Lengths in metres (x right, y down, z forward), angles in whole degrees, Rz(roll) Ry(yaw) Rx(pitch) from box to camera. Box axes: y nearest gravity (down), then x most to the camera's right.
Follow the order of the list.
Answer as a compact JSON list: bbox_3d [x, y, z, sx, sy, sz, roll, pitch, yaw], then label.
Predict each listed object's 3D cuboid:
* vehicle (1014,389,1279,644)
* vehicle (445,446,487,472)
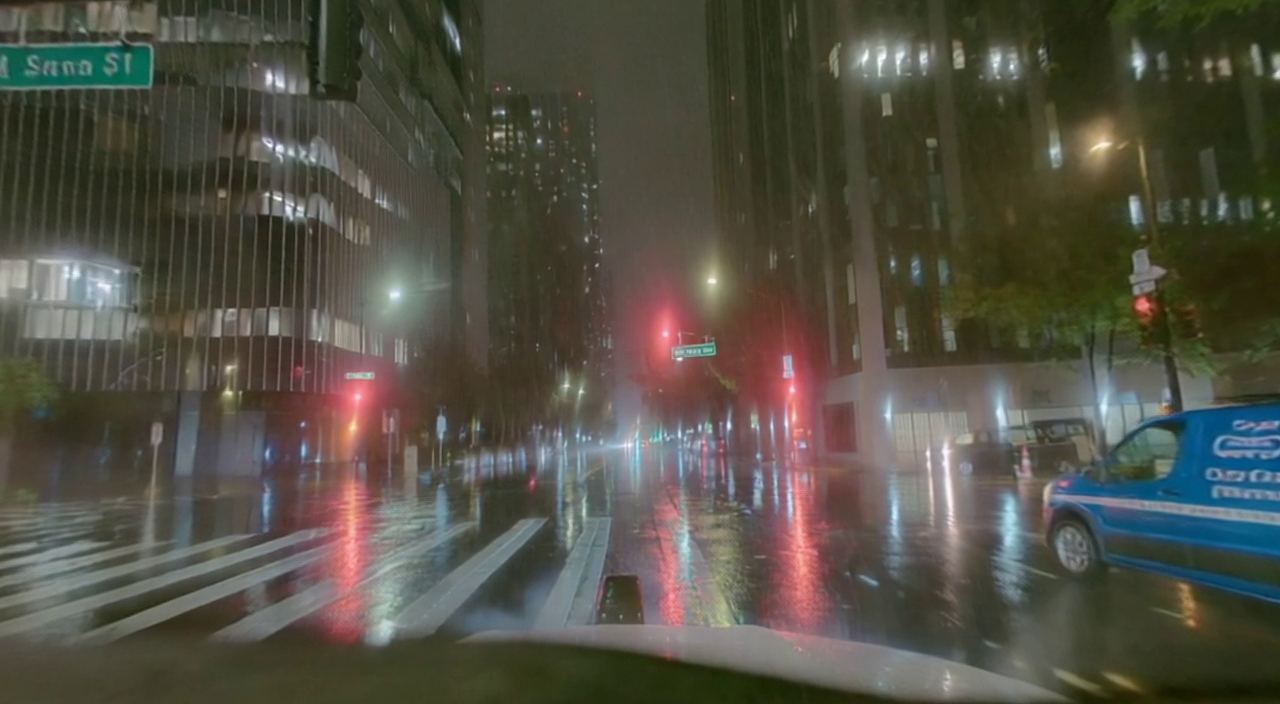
[{"bbox_3d":[5.598,1.252,5.051,2.070,1.804,4.881,0,-8,-2],"label":"vehicle"},{"bbox_3d":[-12.452,7.629,45.374,1.935,1.639,4.244,-3,-8,-2],"label":"vehicle"}]
